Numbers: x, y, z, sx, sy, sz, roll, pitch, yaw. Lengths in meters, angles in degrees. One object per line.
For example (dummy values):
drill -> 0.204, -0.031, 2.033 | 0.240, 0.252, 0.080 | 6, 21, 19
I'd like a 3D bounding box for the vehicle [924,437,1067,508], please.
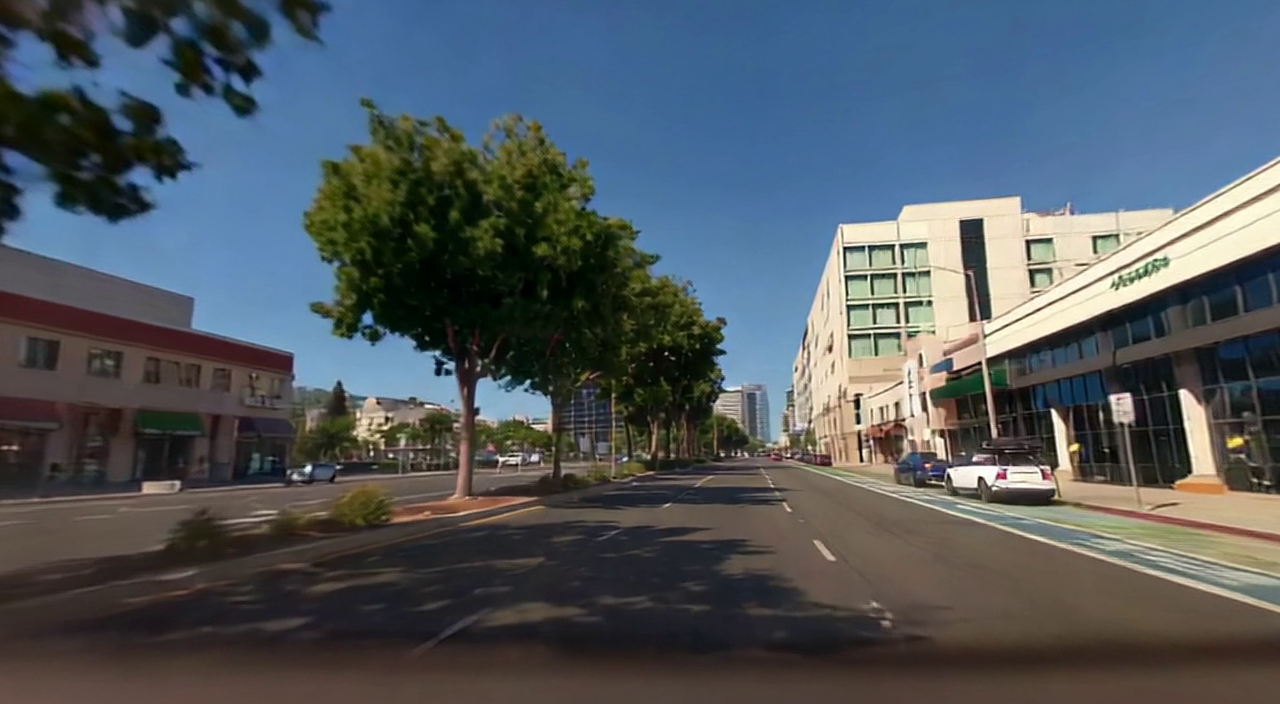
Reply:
vehicle -> 10.465, 3.527, 19.079 | 2.152, 1.869, 4.476 | -1, -8, 8
